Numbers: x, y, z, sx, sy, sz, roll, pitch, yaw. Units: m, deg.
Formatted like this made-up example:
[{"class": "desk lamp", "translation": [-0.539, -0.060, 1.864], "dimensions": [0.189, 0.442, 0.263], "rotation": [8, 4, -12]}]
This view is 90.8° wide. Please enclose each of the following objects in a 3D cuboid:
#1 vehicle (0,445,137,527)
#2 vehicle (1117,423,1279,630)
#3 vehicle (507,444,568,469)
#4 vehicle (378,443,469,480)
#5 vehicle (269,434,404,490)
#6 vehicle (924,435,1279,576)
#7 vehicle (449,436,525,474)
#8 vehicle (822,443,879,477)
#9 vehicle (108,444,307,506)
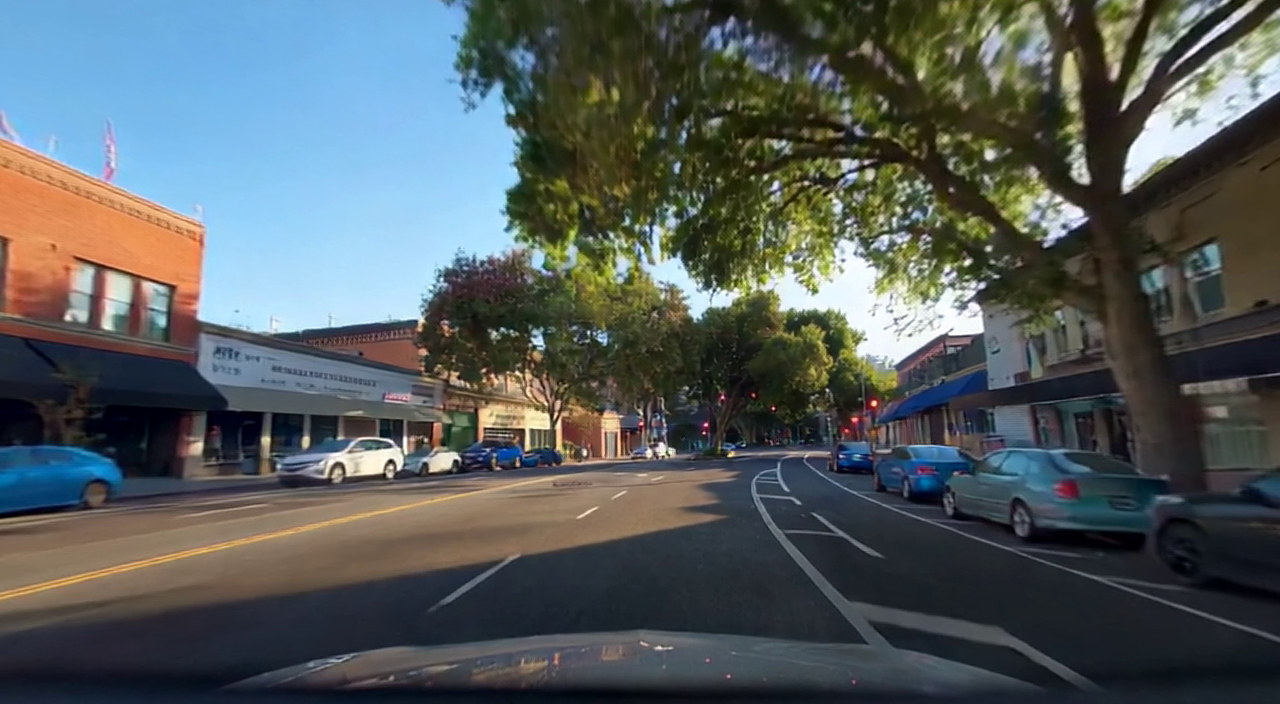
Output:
[{"class": "vehicle", "translation": [-12.303, 2.462, 11.783], "dimensions": [1.841, 1.444, 4.554], "rotation": [-1, -8, 5]}, {"class": "vehicle", "translation": [5.768, 1.242, 4.220], "dimensions": [1.883, 1.550, 4.286], "rotation": [0, -8, 2]}, {"class": "vehicle", "translation": [-6.375, 6.562, 39.982], "dimensions": [1.894, 1.493, 4.902], "rotation": [-2, -9, 16]}, {"class": "vehicle", "translation": [-9.602, 4.874, 28.438], "dimensions": [1.830, 1.497, 4.436], "rotation": [-2, -9, 11]}, {"class": "vehicle", "translation": [-10.680, 3.884, 22.767], "dimensions": [1.933, 1.759, 5.002], "rotation": [-1, -8, 6]}, {"class": "vehicle", "translation": [6.096, 2.037, 9.245], "dimensions": [1.876, 1.466, 4.943], "rotation": [-1, -9, 4]}, {"class": "vehicle", "translation": [-8.143, 5.519, 34.160], "dimensions": [2.083, 1.882, 4.642], "rotation": [-2, -9, 13]}, {"class": "vehicle", "translation": [10.027, 5.135, 30.512], "dimensions": [2.010, 1.473, 5.353], "rotation": [-2, -9, 12]}, {"class": "vehicle", "translation": [-11.678, 3.311, 17.588], "dimensions": [1.811, 1.459, 4.702], "rotation": [-1, -8, 7]}]
